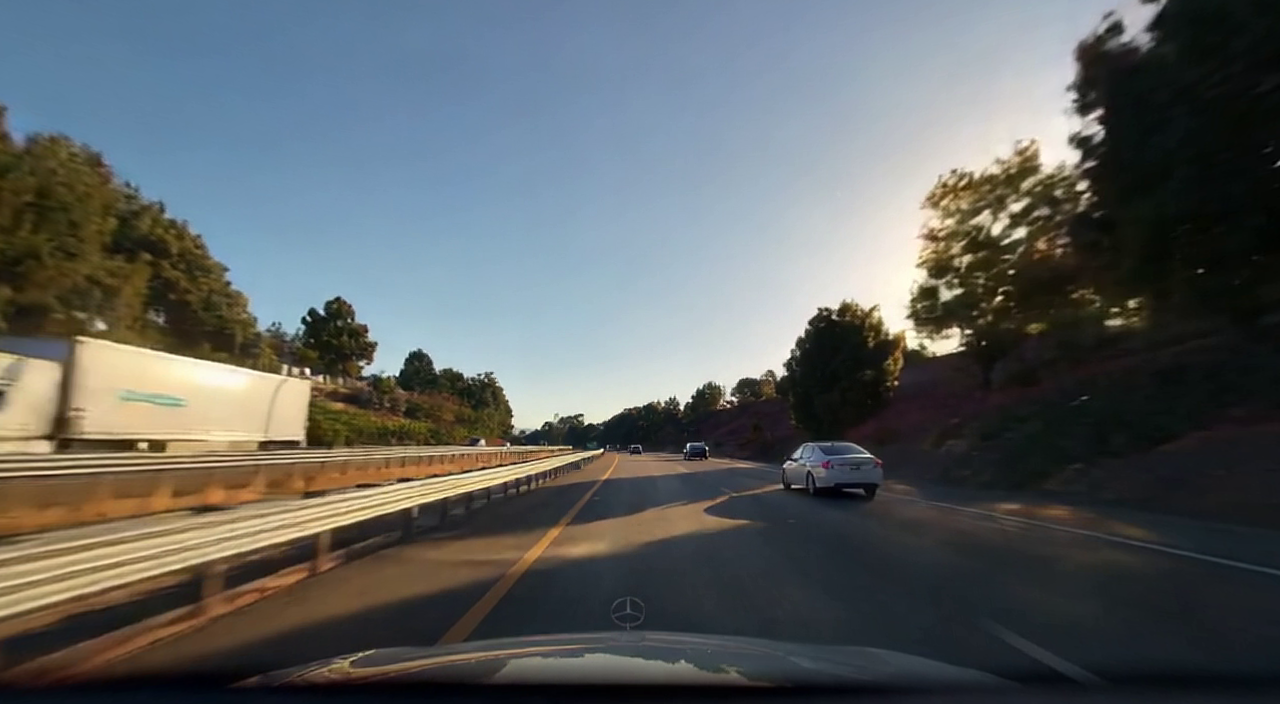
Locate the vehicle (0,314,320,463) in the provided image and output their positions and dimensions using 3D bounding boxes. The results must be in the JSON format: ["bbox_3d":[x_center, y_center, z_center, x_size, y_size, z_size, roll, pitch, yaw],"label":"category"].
[{"bbox_3d":[-18.501,2.154,25.042,3.095,3.950,17.038,0,-8,-2],"label":"vehicle"}]

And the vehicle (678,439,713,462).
[{"bbox_3d":[3.783,6.758,43.272,1.945,1.538,3.729,0,-8,-2],"label":"vehicle"}]

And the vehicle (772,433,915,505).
[{"bbox_3d":[4.801,2.809,15.598,2.072,1.528,4.176,0,-8,-1],"label":"vehicle"}]
